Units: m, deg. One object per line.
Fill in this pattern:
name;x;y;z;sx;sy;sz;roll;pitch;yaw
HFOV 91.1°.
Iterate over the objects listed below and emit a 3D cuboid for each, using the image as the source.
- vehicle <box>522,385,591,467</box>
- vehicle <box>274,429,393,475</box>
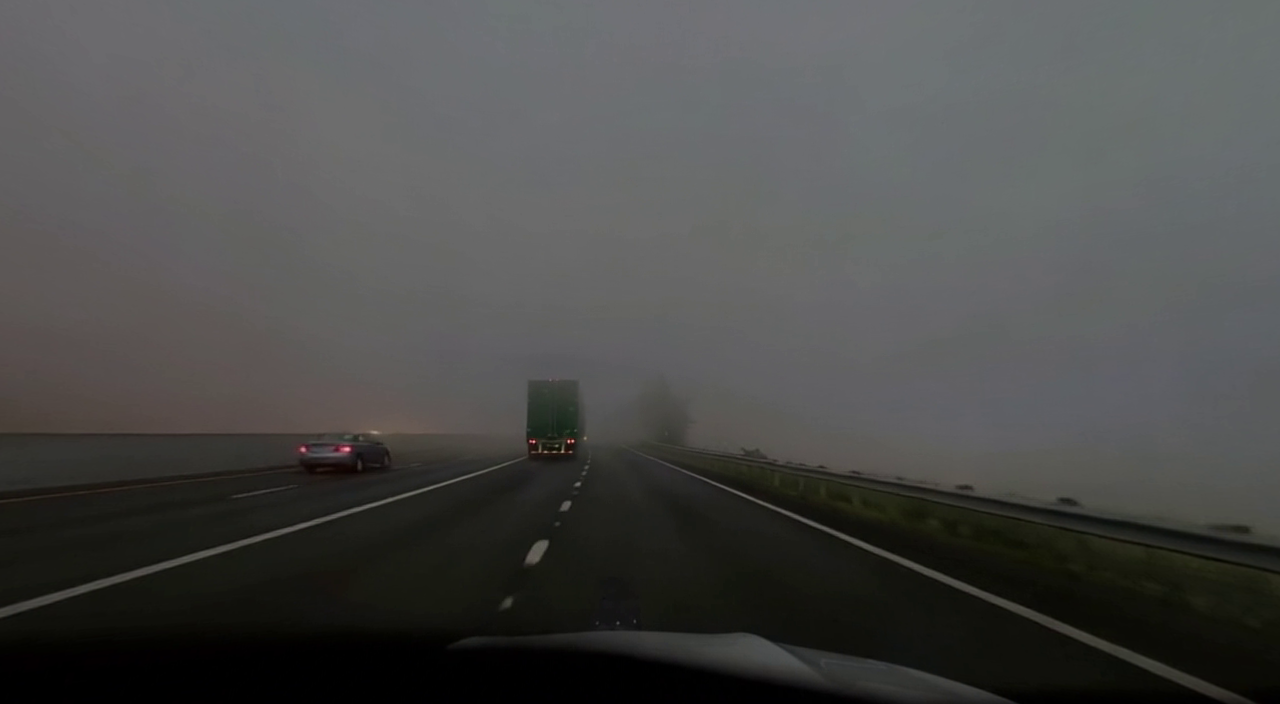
vehicle;-4.623;4.548;37.321;3.002;3.987;12.477;1;-8;-3
vehicle;-11.189;3.675;23.422;2.138;1.531;4.864;0;-8;-2
